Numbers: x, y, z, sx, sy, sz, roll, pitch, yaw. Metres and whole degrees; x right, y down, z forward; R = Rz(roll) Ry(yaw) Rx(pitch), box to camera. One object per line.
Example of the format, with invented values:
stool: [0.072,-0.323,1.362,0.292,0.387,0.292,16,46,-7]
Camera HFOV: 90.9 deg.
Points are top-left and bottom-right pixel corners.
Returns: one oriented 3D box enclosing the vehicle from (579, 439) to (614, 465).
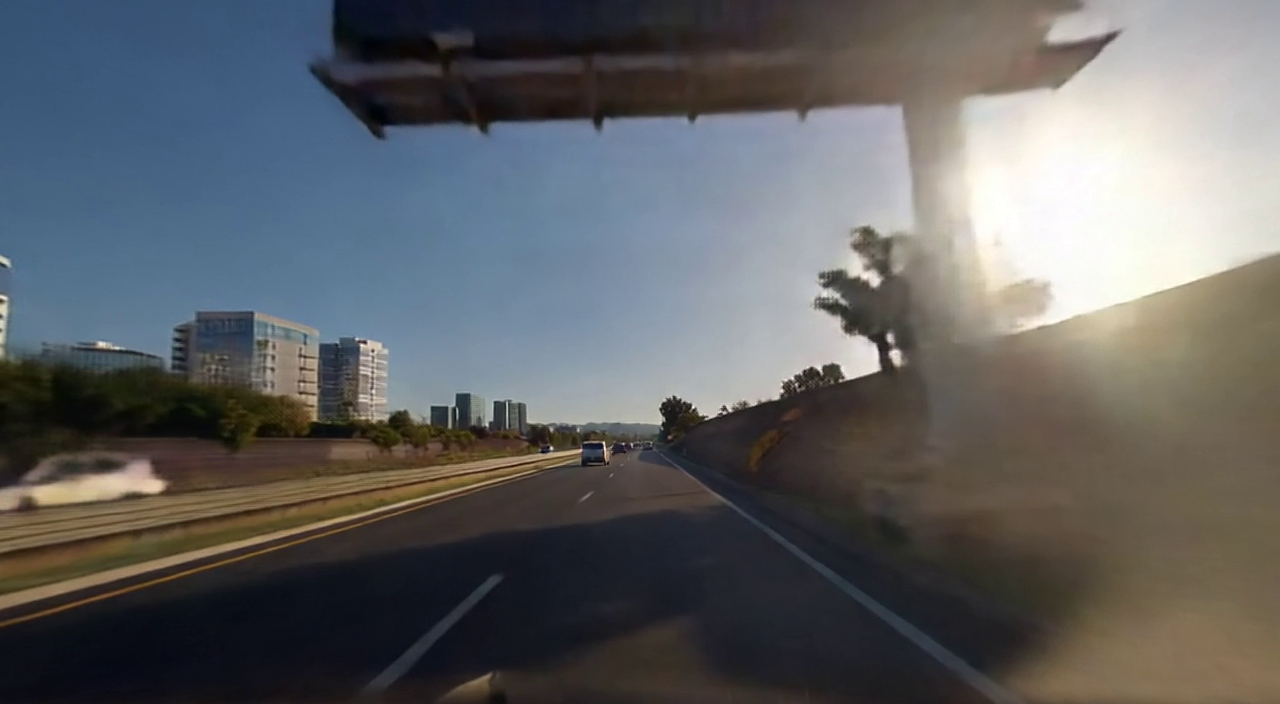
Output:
vehicle: [-3.263,7.623,48.212,2.159,1.793,5.027,-1,-8,1]
